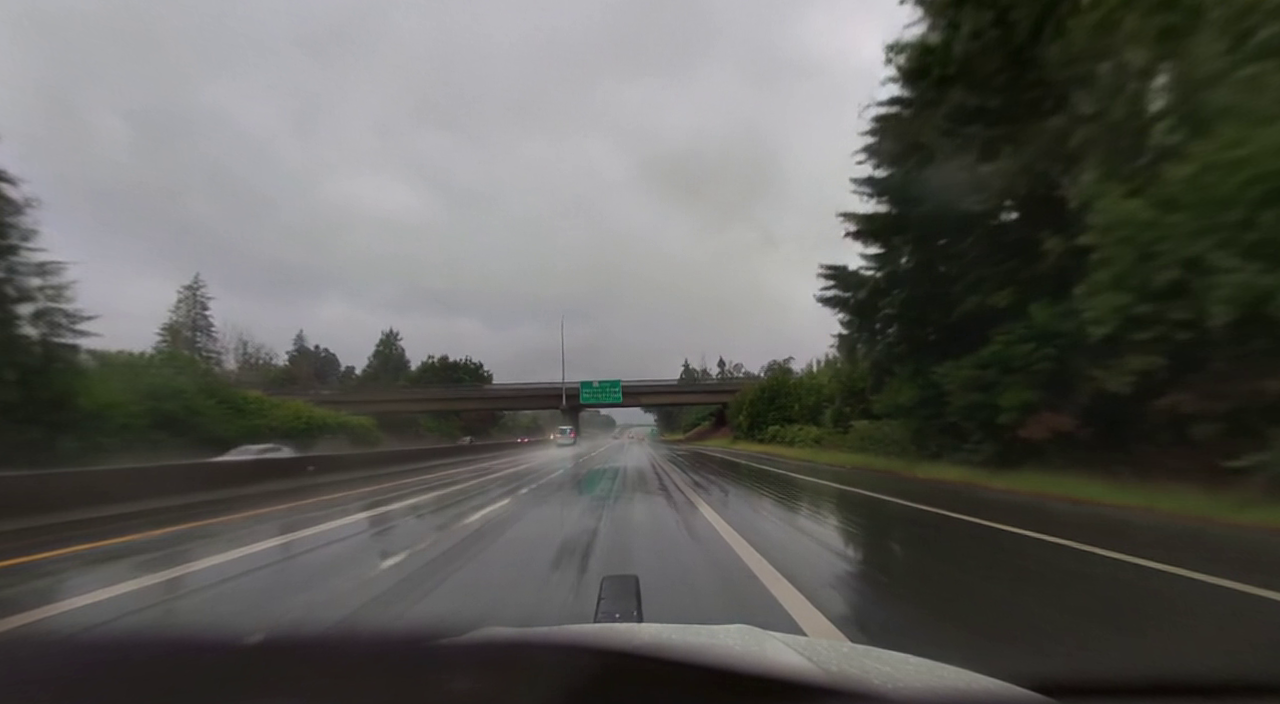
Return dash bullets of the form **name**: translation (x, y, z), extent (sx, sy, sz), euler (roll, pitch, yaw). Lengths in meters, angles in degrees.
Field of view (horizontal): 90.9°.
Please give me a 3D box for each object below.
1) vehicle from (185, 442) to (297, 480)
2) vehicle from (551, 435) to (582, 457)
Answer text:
- **vehicle**: translation (-17.308, 4.716, 27.618), extent (1.913, 1.480, 4.586), euler (0, -8, 0)
- **vehicle**: translation (-5.294, 6.783, 45.654), extent (1.871, 1.489, 4.093), euler (0, -8, -1)
